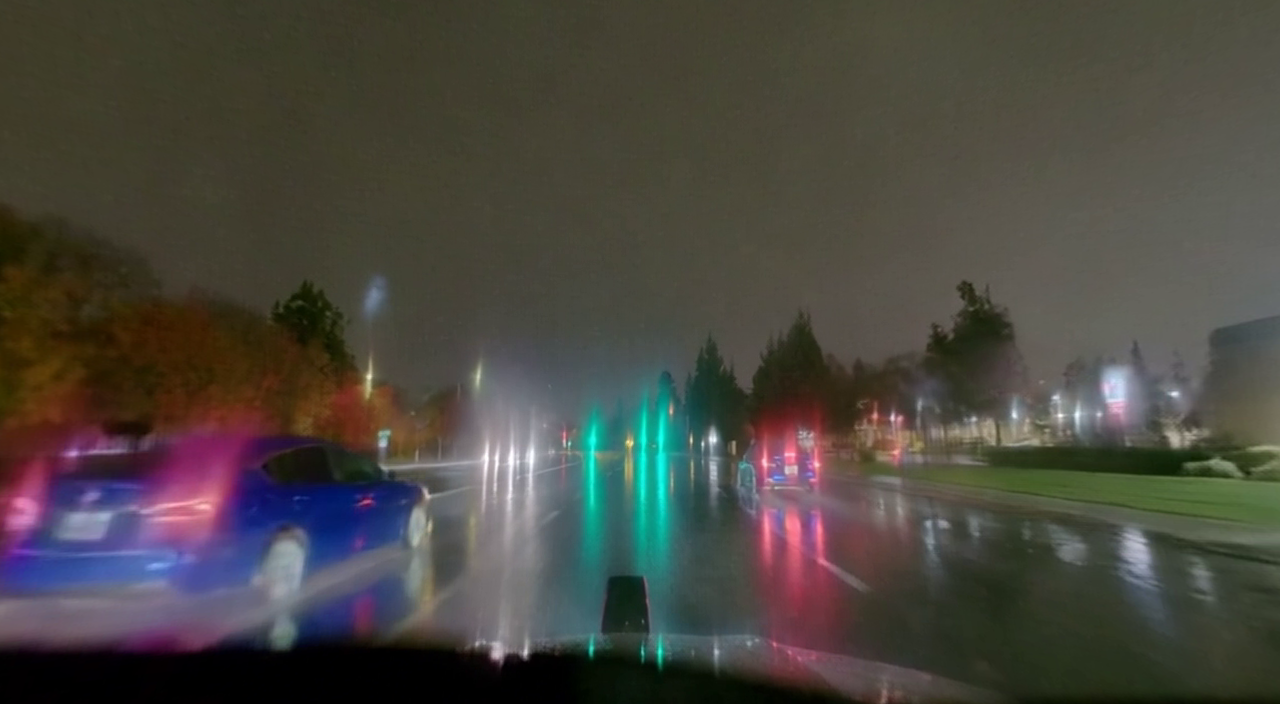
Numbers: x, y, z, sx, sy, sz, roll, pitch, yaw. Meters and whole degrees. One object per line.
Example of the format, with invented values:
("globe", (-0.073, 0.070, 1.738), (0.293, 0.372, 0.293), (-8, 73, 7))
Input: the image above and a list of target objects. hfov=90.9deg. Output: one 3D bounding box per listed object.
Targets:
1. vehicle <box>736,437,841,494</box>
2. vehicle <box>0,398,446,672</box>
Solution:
("vehicle", (4.191, 3.270, 18.608), (1.977, 1.474, 4.399), (0, -8, -1))
("vehicle", (-3.471, 1.323, 5.671), (2.001, 1.504, 4.212), (0, -8, 1))
